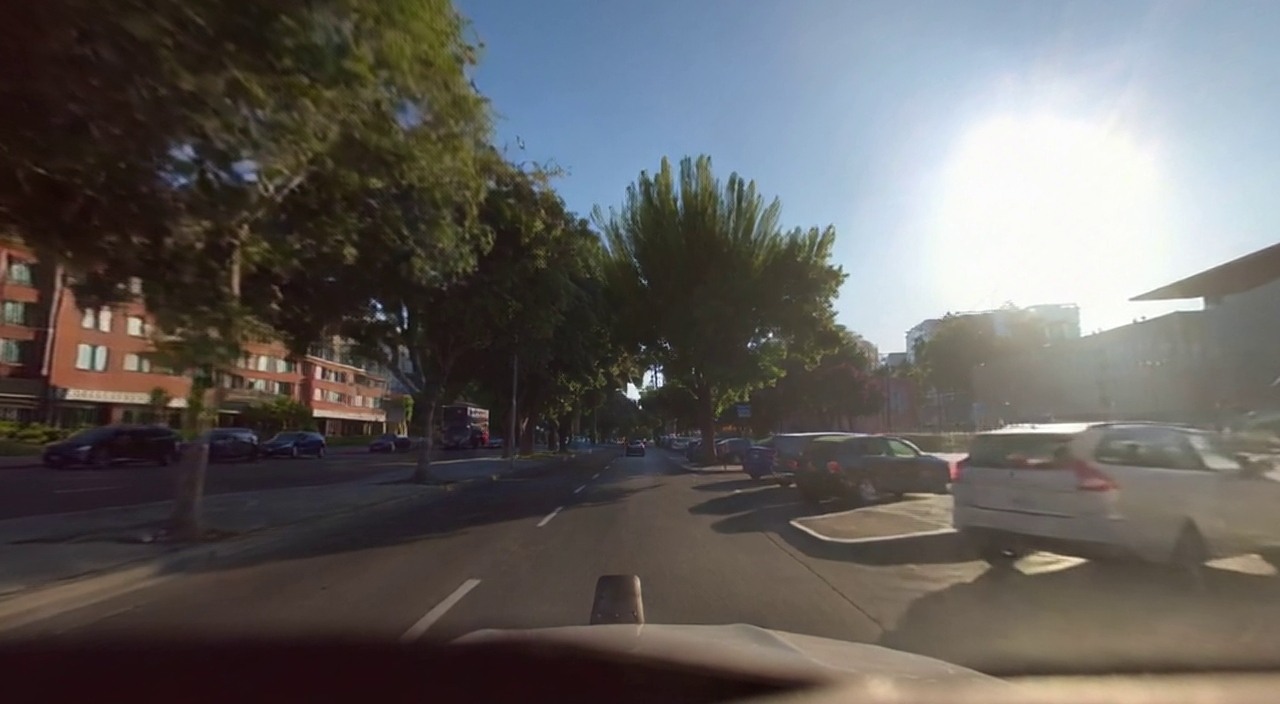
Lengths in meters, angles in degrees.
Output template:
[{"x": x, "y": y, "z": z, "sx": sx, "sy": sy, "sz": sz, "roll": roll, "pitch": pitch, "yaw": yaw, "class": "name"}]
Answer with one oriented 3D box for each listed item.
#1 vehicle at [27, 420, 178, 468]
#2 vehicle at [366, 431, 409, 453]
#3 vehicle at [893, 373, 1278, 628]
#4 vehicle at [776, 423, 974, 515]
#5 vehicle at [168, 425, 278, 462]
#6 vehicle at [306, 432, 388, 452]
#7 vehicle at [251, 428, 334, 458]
[{"x": -18.573, "y": 3.217, "z": 22.047, "sx": 1.807, "sy": 1.501, "sz": 4.134, "roll": 0, "pitch": -8, "yaw": -3, "class": "vehicle"}, {"x": -19.234, "y": 6.871, "z": 48.085, "sx": 1.792, "sy": 1.554, "sz": 3.682, "roll": 0, "pitch": -8, "yaw": -1, "class": "vehicle"}, {"x": 4.640, "y": 1.251, "z": 6.315, "sx": 4.416, "sy": 1.656, "sz": 1.928, "roll": 6, "pitch": -10, "yaw": -39, "class": "vehicle"}, {"x": 4.646, "y": 2.213, "z": 12.400, "sx": 3.531, "sy": 1.529, "sz": 1.903, "roll": 5, "pitch": -10, "yaw": -35, "class": "vehicle"}, {"x": -18.502, "y": 4.082, "z": 28.235, "sx": 1.811, "sy": 1.502, "sz": 4.639, "roll": -1, "pitch": -8, "yaw": 0, "class": "vehicle"}, {"x": -19.270, "y": 5.970, "z": 41.840, "sx": 2.389, "sy": 1.206, "sz": 6.247, "roll": -1, "pitch": -8, "yaw": 1, "class": "vehicle"}, {"x": -18.781, "y": 4.975, "z": 34.324, "sx": 1.869, "sy": 1.494, "sz": 4.833, "roll": 0, "pitch": -8, "yaw": -2, "class": "vehicle"}]
